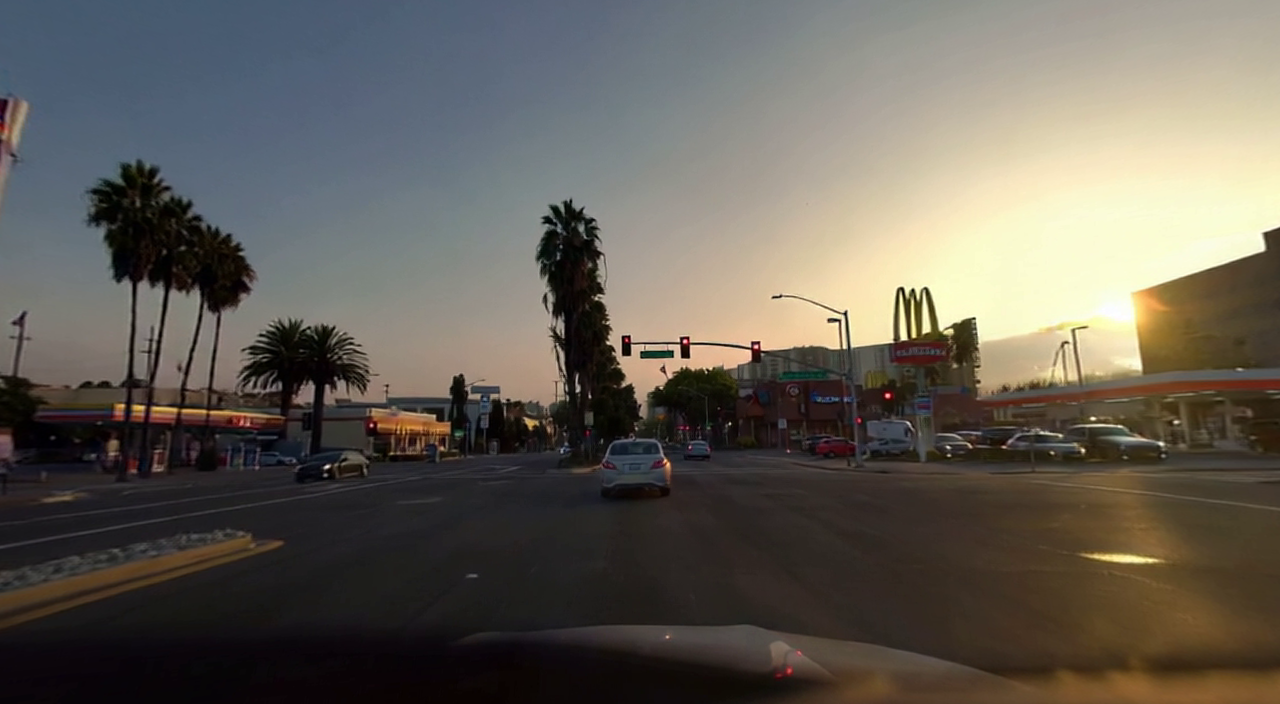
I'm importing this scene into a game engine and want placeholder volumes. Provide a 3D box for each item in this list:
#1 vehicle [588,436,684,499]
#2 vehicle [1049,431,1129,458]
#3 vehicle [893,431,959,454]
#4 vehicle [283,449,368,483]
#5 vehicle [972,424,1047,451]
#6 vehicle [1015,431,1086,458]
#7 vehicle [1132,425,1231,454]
[{"bbox_3d":[-0.120,3.101,17.398,2.270,1.475,4.571,0,-8,-1],"label":"vehicle"},{"bbox_3d":[26.349,5.463,37.243,1.923,1.501,3.849,-1,-8,2],"label":"vehicle"},{"bbox_3d":[19.553,6.223,43.297,3.833,1.495,1.892,-3,-9,18],"label":"vehicle"},{"bbox_3d":[-15.417,5.589,31.286,1.896,1.508,4.659,0,-8,-1],"label":"vehicle"},{"bbox_3d":[24.579,5.709,42.112,3.783,1.560,1.853,-4,-10,11],"label":"vehicle"},{"bbox_3d":[24.271,5.499,37.485,1.738,1.462,3.609,0,-8,0],"label":"vehicle"},{"bbox_3d":[31.890,5.202,37.405,1.903,1.630,4.320,0,-8,-1],"label":"vehicle"}]
